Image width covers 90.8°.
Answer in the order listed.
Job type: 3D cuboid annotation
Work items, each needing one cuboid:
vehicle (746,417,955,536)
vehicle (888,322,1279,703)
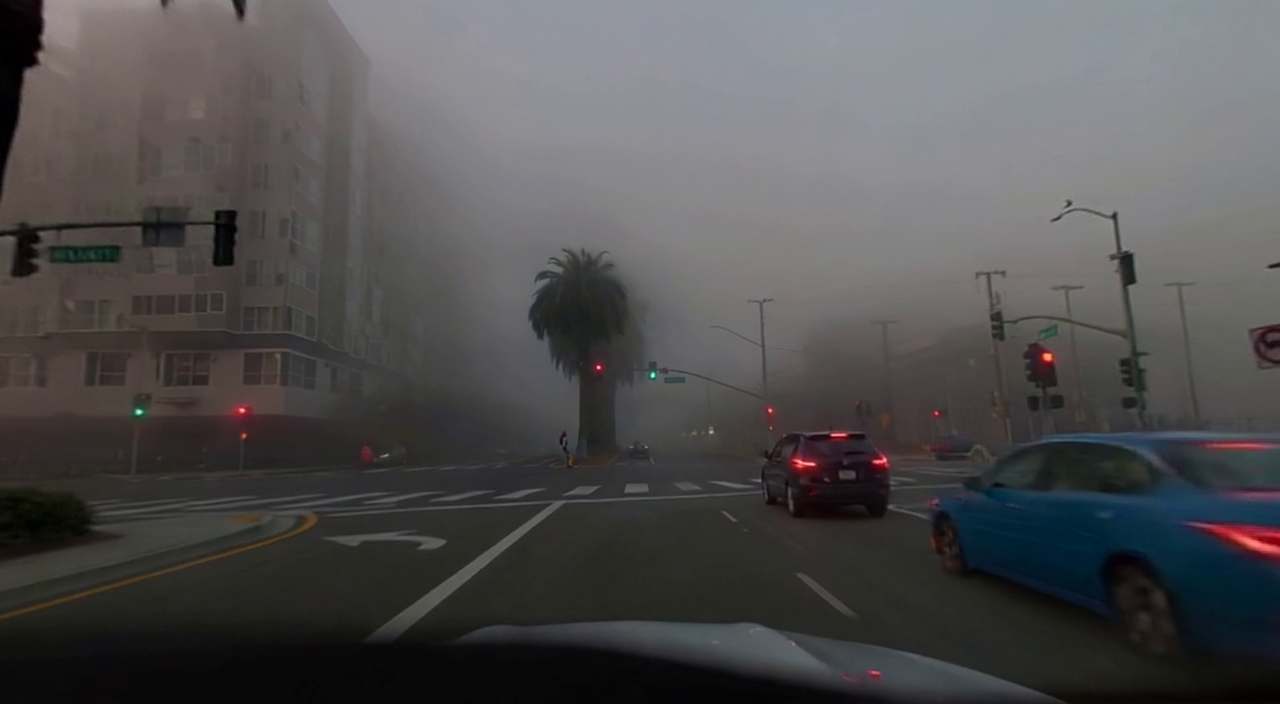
[{"bbox_3d":[3.303,2.054,10.968,2.060,1.631,4.169,0,-9,-2],"label":"vehicle"},{"bbox_3d":[3.647,0.997,4.147,2.060,1.756,4.770,0,-9,0],"label":"vehicle"}]
